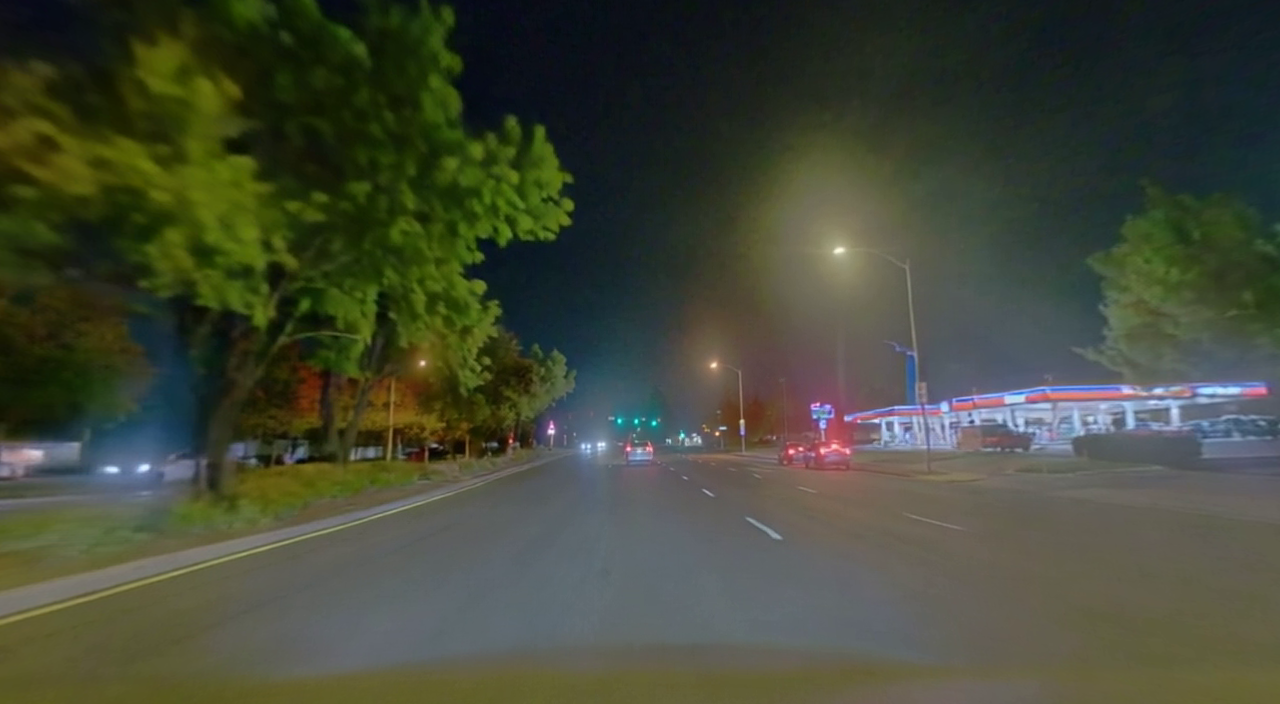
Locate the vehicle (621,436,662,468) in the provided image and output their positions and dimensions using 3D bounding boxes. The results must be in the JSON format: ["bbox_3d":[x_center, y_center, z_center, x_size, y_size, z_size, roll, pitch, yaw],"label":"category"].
[{"bbox_3d":[0.053,5.825,36.754,2.213,1.715,4.242,0,-8,-1],"label":"vehicle"}]

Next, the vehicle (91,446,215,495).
[{"bbox_3d":[-19.152,4.639,25.059,1.909,1.720,4.390,1,-8,-9],"label":"vehicle"}]
